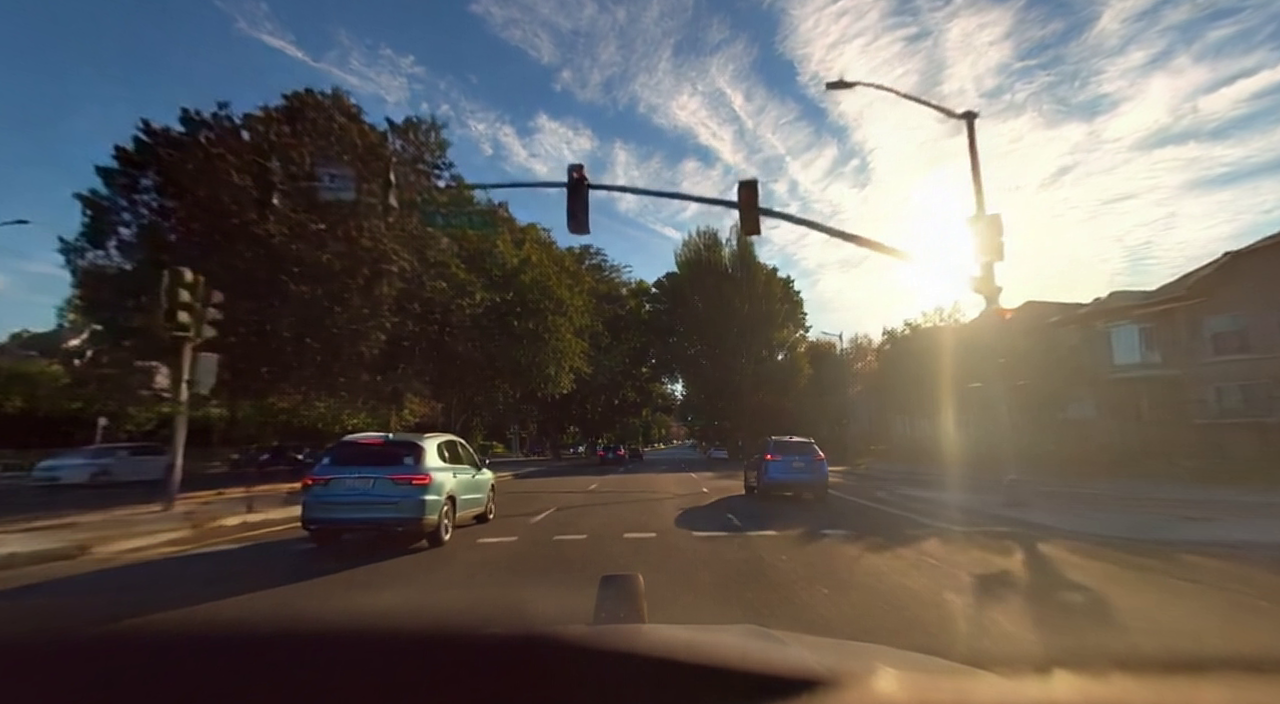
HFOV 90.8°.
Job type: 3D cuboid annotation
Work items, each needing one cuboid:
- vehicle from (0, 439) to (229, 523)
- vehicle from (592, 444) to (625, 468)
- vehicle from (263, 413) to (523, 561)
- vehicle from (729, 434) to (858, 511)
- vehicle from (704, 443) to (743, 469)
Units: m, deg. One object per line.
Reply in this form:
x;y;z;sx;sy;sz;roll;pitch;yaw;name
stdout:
-11.741;2.746;14.191;2.006;1.492;4.672;-2;-8;-2;vehicle
-2.148;7.240;44.354;1.988;1.569;4.202;0;-8;2;vehicle
-3.290;1.901;9.682;2.045;1.688;4.632;0;-8;1;vehicle
3.685;2.959;16.087;2.132;1.659;4.387;0;-8;-1;vehicle
5.656;7.125;43.403;2.169;1.669;4.037;0;-8;1;vehicle
